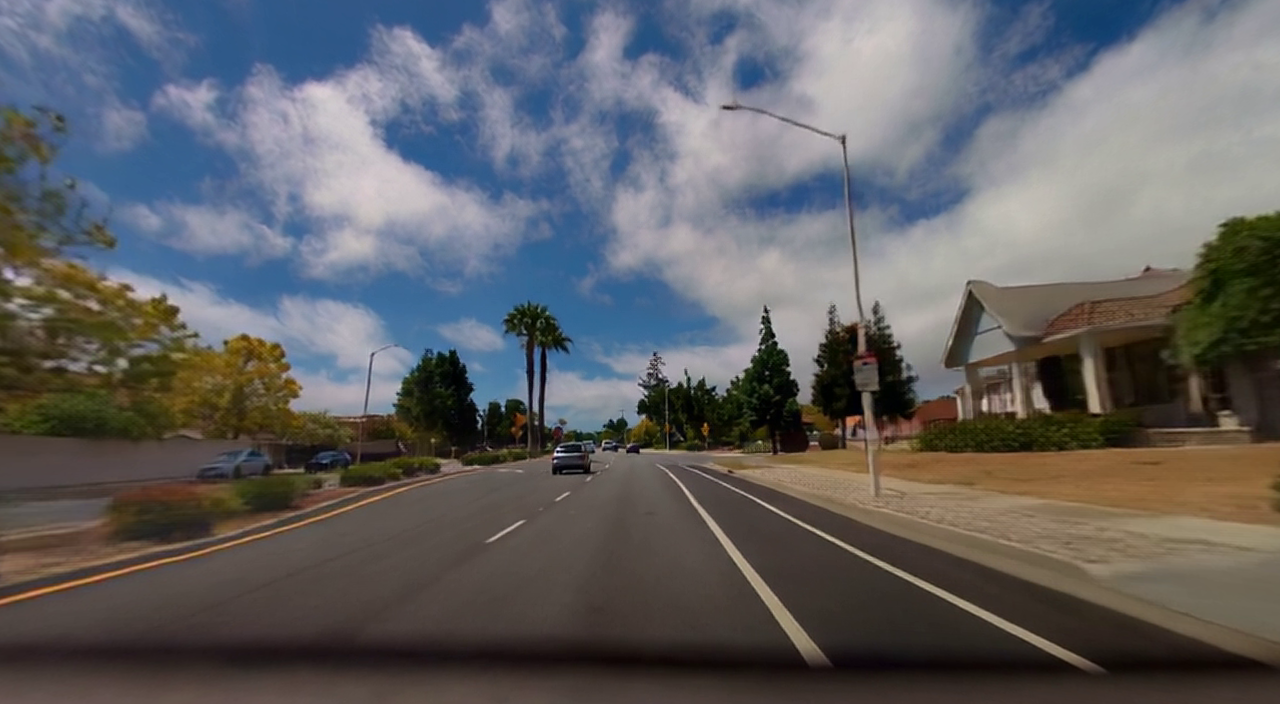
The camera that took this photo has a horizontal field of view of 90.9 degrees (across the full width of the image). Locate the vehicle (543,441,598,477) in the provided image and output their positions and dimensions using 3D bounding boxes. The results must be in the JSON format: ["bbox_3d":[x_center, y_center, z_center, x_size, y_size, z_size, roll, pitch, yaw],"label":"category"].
[{"bbox_3d":[-3.125,4.923,29.283,2.075,1.498,4.730,0,-9,0],"label":"vehicle"}]

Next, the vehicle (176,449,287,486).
[{"bbox_3d":[-18.991,5.421,29.620,2.026,1.563,4.618,0,-10,2],"label":"vehicle"}]

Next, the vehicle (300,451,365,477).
[{"bbox_3d":[-19.028,6.934,39.213,1.980,1.423,4.465,0,-9,-3],"label":"vehicle"}]
